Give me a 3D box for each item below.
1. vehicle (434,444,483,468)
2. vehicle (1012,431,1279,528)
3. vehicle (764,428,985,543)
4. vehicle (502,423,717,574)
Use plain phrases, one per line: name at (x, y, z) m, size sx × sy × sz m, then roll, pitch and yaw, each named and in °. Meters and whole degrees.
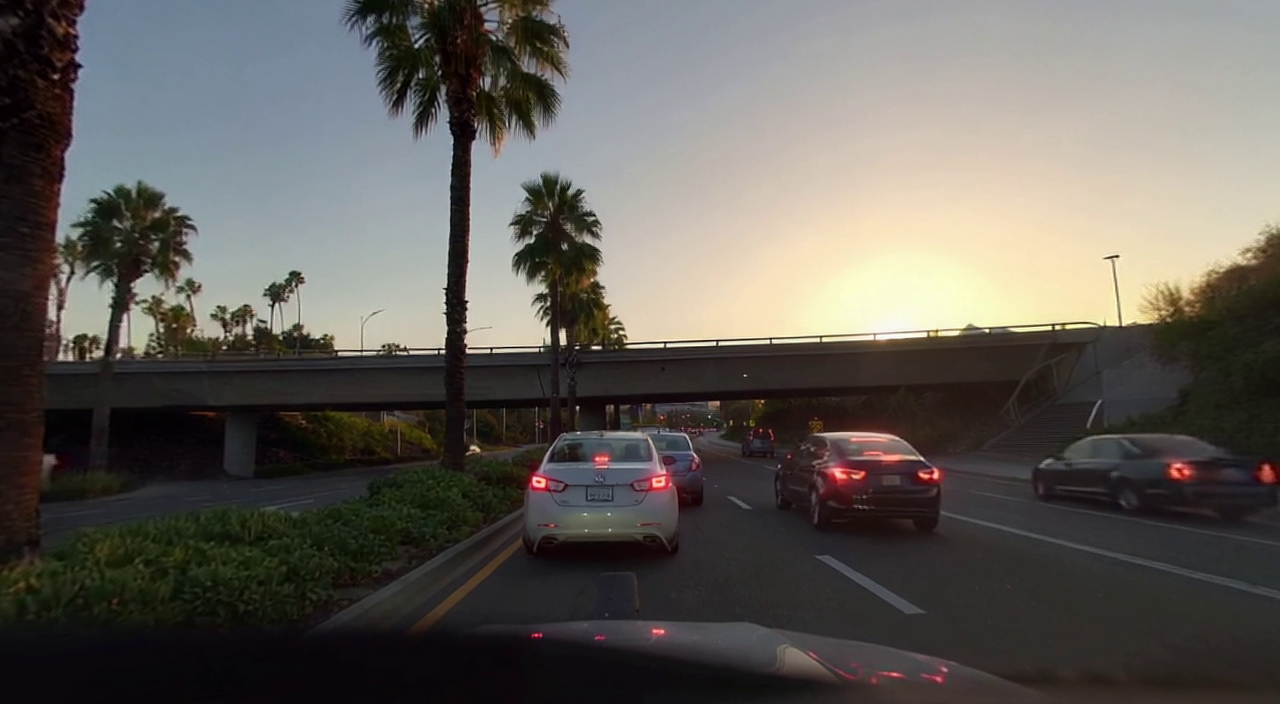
vehicle at (-12.317, 7.062, 42.867) m, size 1.933 × 1.486 × 4.449 m, roll 0°, pitch -9°, yaw 1°
vehicle at (9.536, 2.306, 12.044) m, size 2.100 × 1.469 × 4.772 m, roll -1°, pitch -9°, yaw 4°
vehicle at (3.624, 2.151, 10.875) m, size 2.034 × 1.517 × 4.840 m, roll 0°, pitch -9°, yaw 1°
vehicle at (-0.248, 1.779, 8.413) m, size 2.172 × 1.506 × 4.018 m, roll 0°, pitch -9°, yaw 2°
